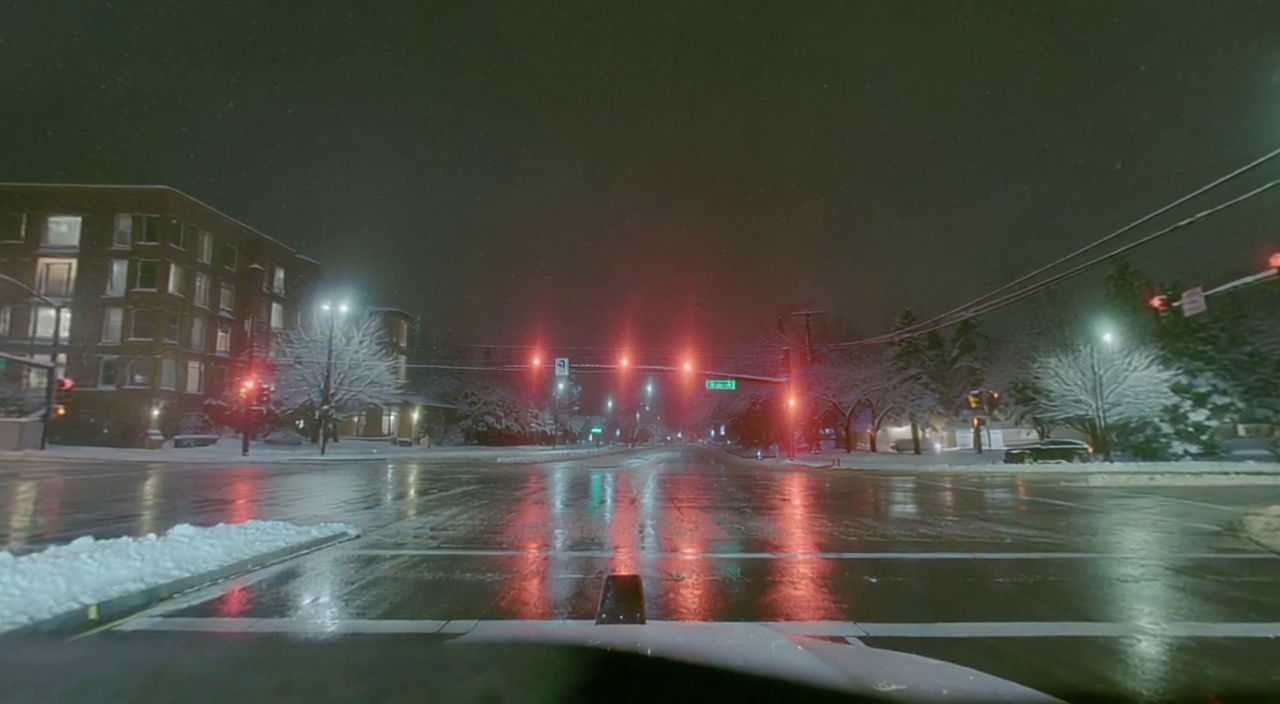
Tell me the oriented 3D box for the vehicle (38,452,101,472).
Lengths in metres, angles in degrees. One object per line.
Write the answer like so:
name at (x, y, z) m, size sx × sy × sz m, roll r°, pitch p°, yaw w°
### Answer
vehicle at (-41.637, 8.019, 46.184) m, size 1.552 × 1.339 × 3.340 m, roll -2°, pitch -9°, yaw -1°

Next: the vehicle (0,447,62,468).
vehicle at (-45.300, 7.764, 46.560) m, size 1.858 × 1.467 × 3.624 m, roll 0°, pitch -8°, yaw 0°

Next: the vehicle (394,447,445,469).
vehicle at (-15.558, 7.453, 44.795) m, size 2.056 × 1.450 × 4.343 m, roll 0°, pitch -8°, yaw 0°

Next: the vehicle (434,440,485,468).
vehicle at (-12.000, 6.803, 42.311) m, size 2.080 × 1.763 × 4.341 m, roll 0°, pitch -8°, yaw 0°

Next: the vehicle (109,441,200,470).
vehicle at (-34.956, 7.427, 45.710) m, size 2.204 × 1.955 × 5.518 m, roll 0°, pitch -8°, yaw 0°
